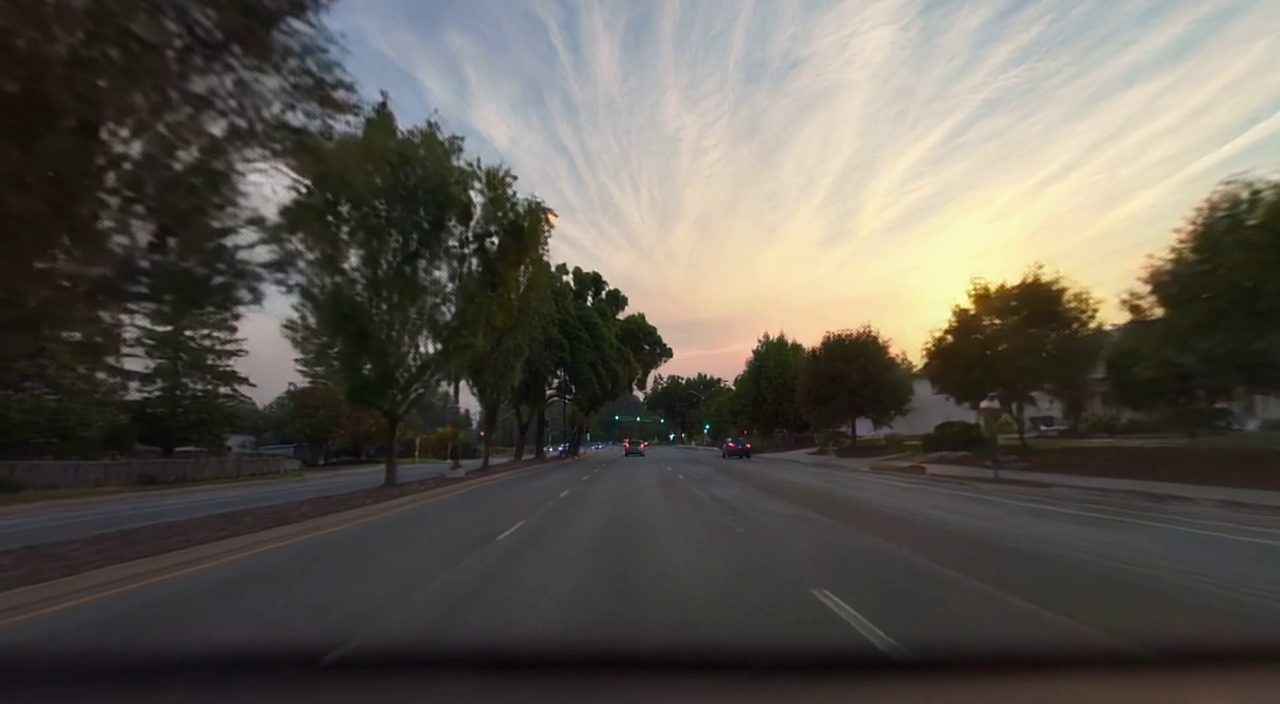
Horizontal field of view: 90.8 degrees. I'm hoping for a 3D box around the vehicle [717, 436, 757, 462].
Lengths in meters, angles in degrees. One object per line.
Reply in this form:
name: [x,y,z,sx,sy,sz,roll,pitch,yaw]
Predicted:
vehicle: [6.730,6.792,44.314,2.011,1.710,4.357,0,-9,-2]
